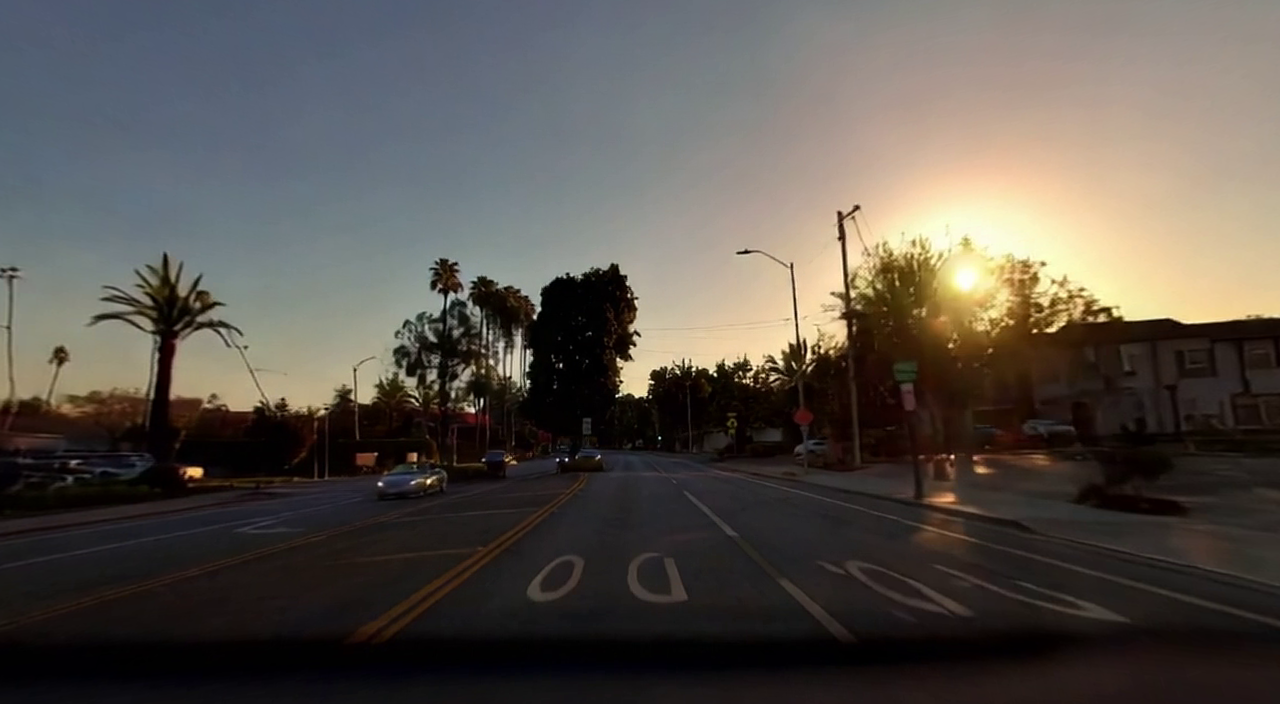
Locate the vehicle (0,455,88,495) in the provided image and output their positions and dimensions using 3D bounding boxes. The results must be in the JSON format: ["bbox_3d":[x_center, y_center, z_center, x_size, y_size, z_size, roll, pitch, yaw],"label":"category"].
[{"bbox_3d":[-38.468,7.798,40.528,1.950,2.284,4.544,0,-8,-2],"label":"vehicle"}]

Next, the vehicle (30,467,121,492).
[{"bbox_3d":[-35.717,8.061,40.140,1.783,1.440,4.423,0,-9,-2],"label":"vehicle"}]

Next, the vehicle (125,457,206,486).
[{"bbox_3d":[-30.067,7.571,40.233,1.914,1.709,4.579,1,-9,-5],"label":"vehicle"}]
